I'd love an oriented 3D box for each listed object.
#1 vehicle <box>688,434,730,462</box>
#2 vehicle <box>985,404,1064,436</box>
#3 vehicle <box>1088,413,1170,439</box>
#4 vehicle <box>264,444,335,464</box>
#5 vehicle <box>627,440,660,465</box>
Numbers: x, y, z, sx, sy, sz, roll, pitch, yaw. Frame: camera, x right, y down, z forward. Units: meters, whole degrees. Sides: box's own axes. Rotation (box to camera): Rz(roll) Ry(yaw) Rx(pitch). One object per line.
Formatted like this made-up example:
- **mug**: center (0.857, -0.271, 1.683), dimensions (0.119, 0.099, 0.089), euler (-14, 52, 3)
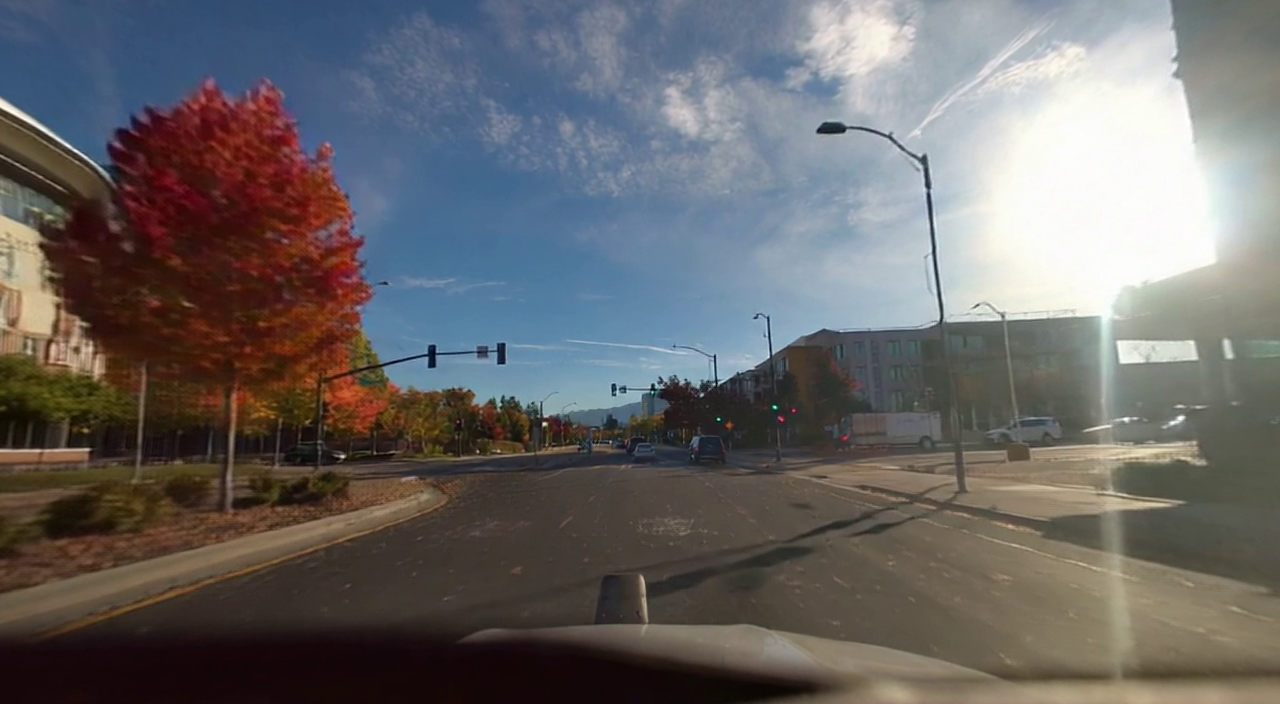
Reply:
- **vehicle**: center (4.534, 6.461, 42.202), dimensions (2.174, 1.749, 4.739), euler (1, -9, -2)
- **vehicle**: center (23.431, 4.249, 38.650), dimensions (1.887, 1.635, 4.695), euler (1, -10, 0)
- **vehicle**: center (30.436, 4.671, 39.371), dimensions (1.729, 1.507, 4.279), euler (-1, -8, 1)
- **vehicle**: center (-26.819, 8.033, 49.716), dimensions (4.500, 1.555, 1.913), euler (0, -9, 3)
- **vehicle**: center (0.172, 6.633, 41.576), dimensions (2.014, 1.525, 4.197), euler (1, -9, -2)
